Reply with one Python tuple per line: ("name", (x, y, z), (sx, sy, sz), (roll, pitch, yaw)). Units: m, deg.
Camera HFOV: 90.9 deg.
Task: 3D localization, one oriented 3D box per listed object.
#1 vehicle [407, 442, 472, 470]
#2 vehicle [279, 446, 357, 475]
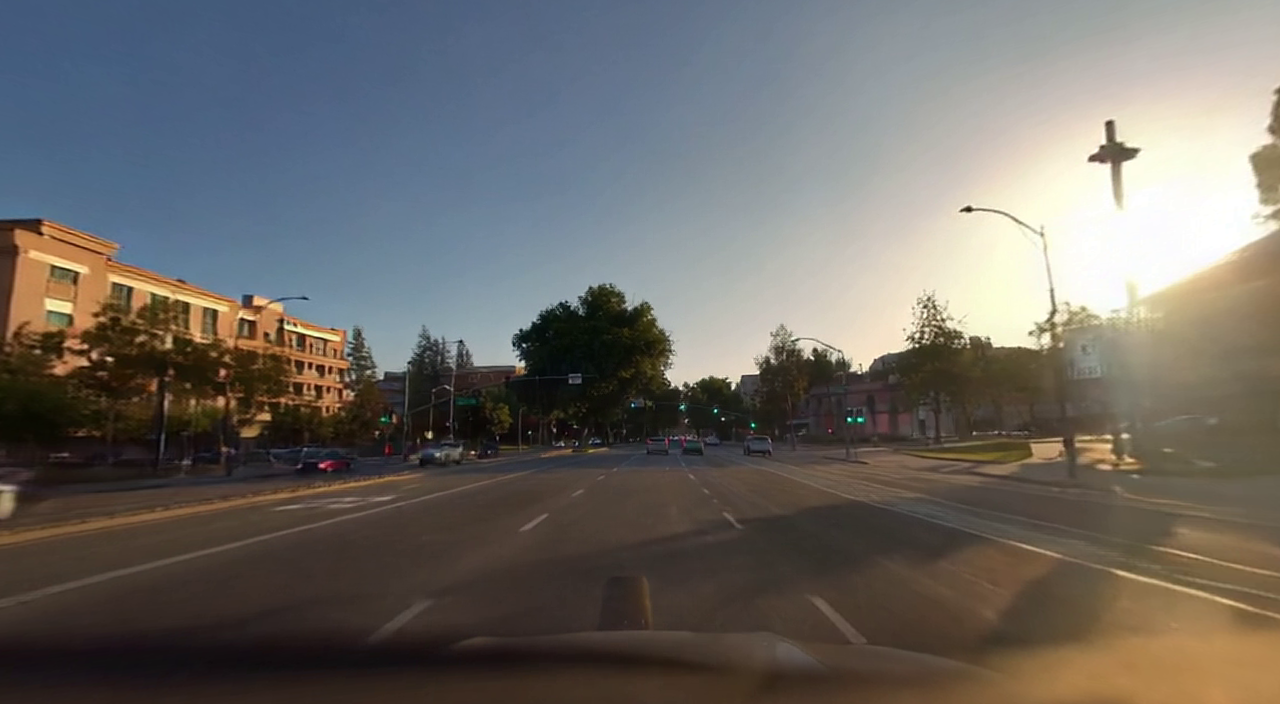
("vehicle", (-11.028, 5.737, 35.051), (1.943, 1.463, 4.707), (0, -8, 1))
("vehicle", (-18.147, 6.128, 35.794), (1.939, 1.500, 4.547), (0, -8, 1))
